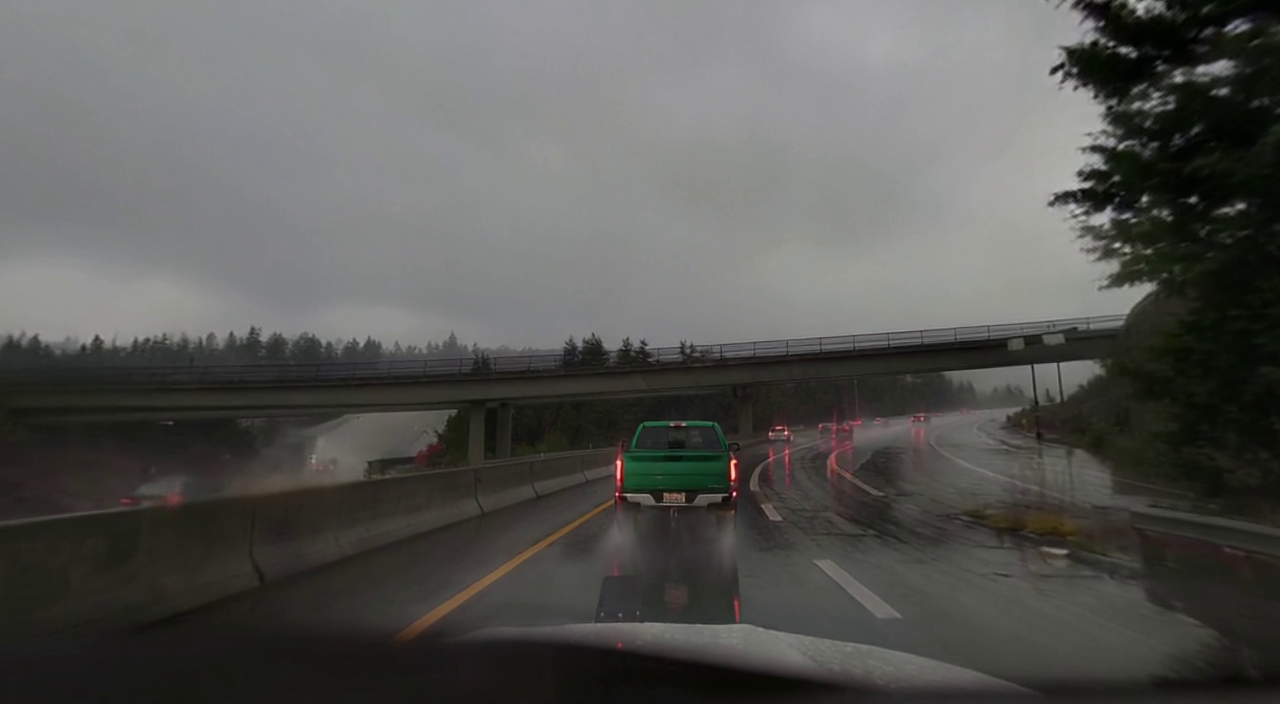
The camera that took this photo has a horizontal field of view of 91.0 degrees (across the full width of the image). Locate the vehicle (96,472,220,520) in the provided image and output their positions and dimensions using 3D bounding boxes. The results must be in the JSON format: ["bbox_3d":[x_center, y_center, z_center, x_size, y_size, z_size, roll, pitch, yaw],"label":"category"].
[{"bbox_3d":[-18.681,5.550,24.695,1.965,1.464,4.514,0,-9,-11],"label":"vehicle"}]

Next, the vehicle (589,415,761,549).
[{"bbox_3d":[0.645,2.019,10.469,2.235,1.716,4.435,-1,-9,5],"label":"vehicle"}]
